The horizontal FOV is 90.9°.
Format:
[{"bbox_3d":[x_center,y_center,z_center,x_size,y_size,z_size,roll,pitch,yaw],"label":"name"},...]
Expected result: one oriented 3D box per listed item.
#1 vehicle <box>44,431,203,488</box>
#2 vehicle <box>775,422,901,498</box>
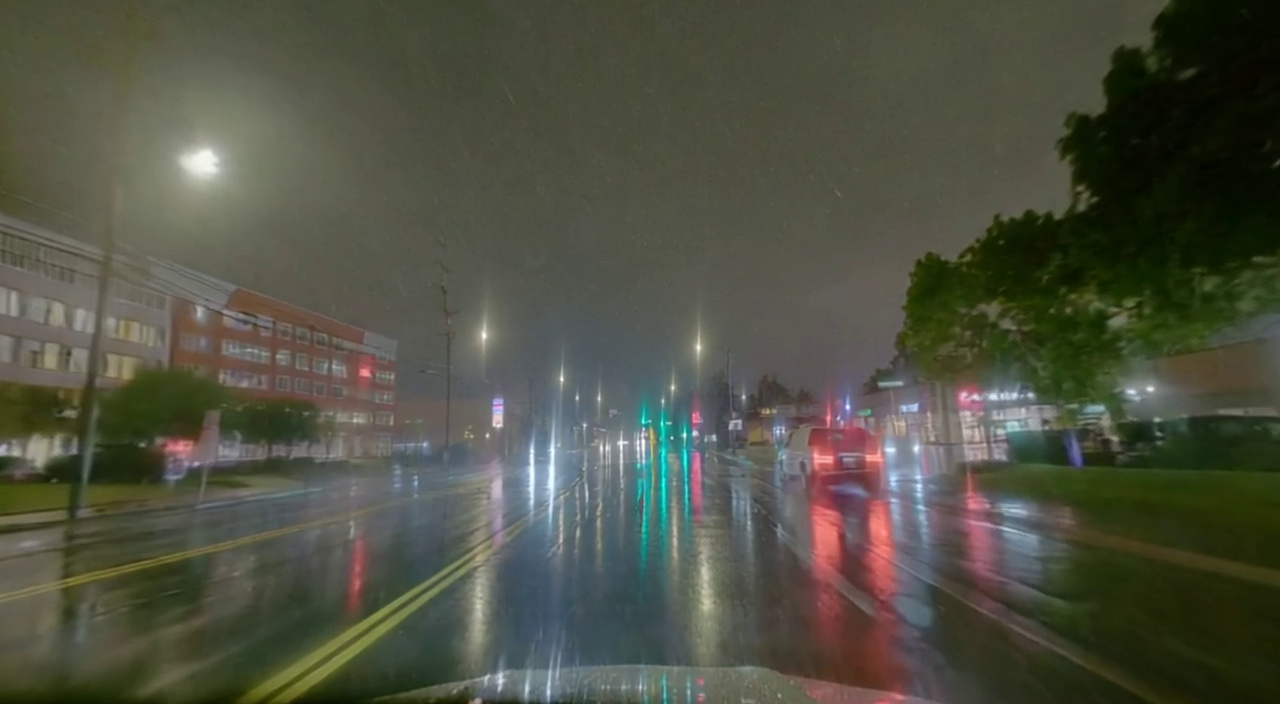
[{"bbox_3d":[-20.978,4.347,25.799,4.632,2.049,1.973,-1,-7,-5],"label":"vehicle"},{"bbox_3d":[5.377,3.013,17.921,2.182,1.850,4.705,0,-8,2],"label":"vehicle"}]
